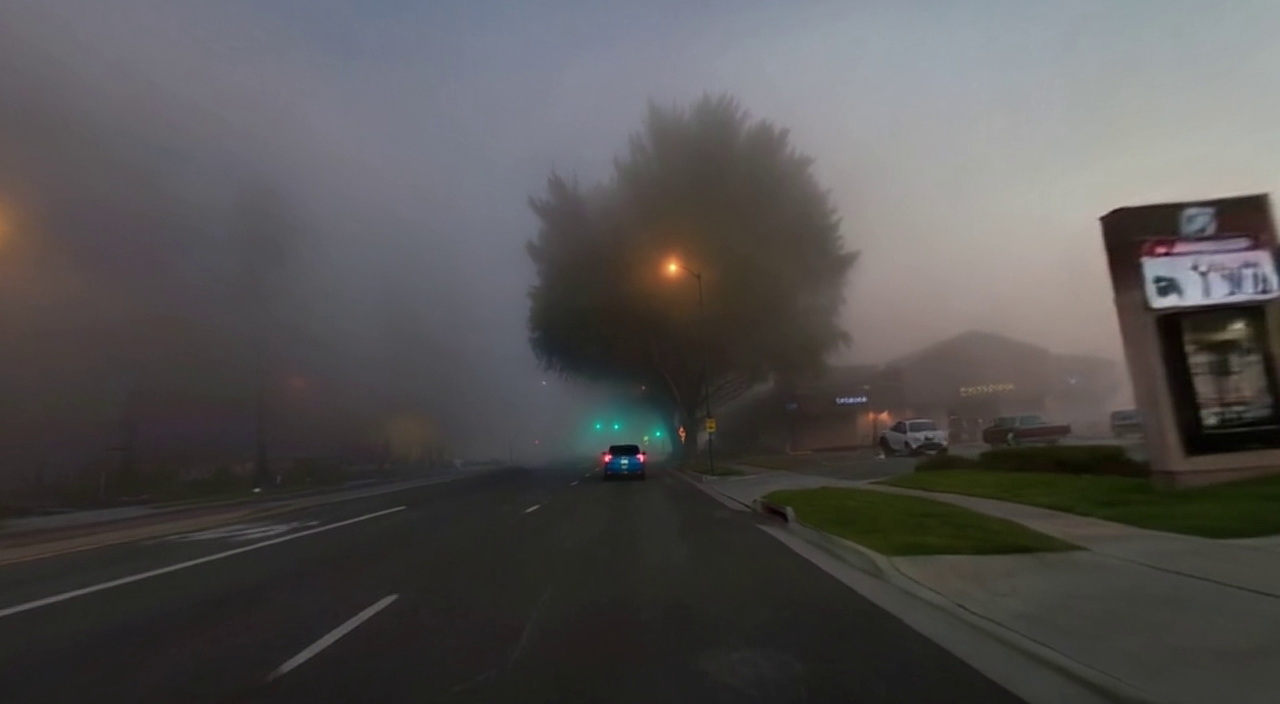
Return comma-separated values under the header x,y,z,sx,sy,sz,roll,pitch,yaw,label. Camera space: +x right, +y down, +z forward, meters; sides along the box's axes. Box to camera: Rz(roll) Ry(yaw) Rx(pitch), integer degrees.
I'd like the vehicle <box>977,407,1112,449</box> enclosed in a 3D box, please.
x,y,z,sx,sy,sz,roll,pitch,yaw,label
17.773,3.433,27.993,1.856,1.665,4.574,5,-10,-32,vehicle

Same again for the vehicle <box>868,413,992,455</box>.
x,y,z,sx,sy,sz,roll,pitch,yaw,label
12.533,3.659,27.618,1.873,1.657,4.557,5,-11,-30,vehicle

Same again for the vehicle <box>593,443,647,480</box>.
x,y,z,sx,sy,sz,roll,pitch,yaw,label
-0.837,4.711,27.530,2.156,1.462,4.495,0,-8,-1,vehicle
